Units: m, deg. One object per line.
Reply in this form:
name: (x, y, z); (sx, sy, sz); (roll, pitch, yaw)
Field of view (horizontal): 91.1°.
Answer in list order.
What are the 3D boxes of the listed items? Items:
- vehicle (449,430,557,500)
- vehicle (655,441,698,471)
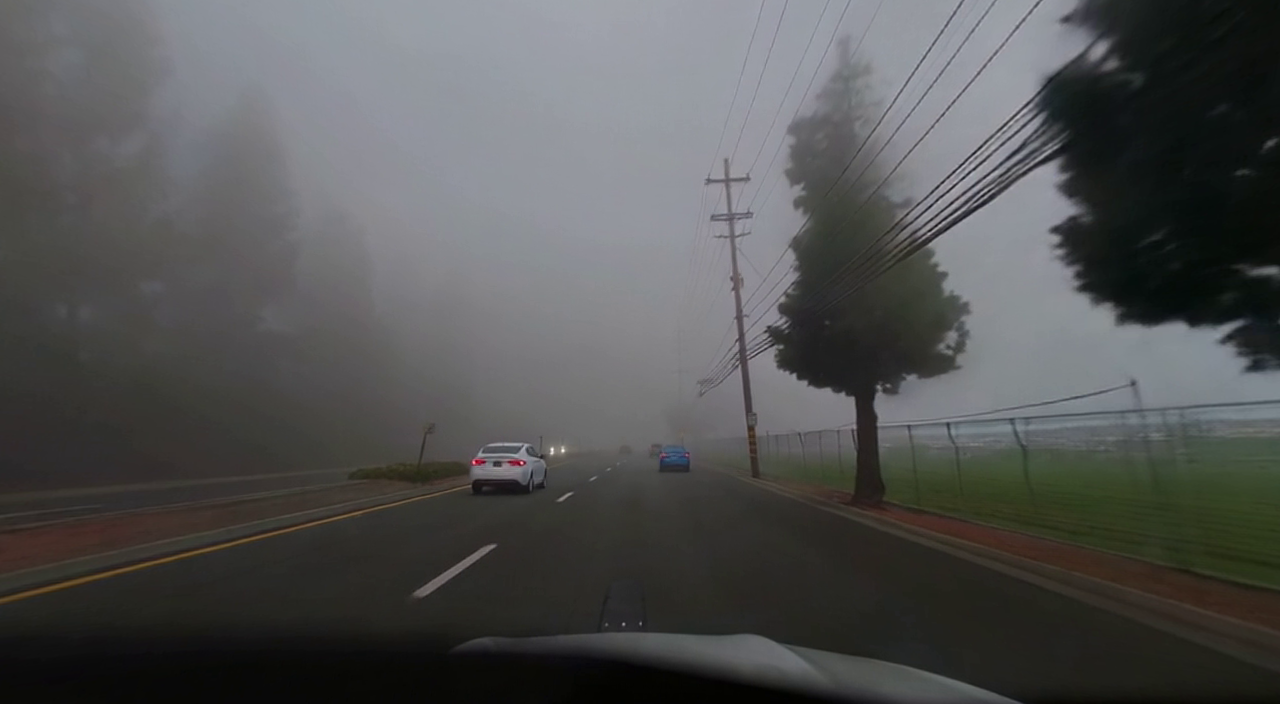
vehicle: (-3.645, 3.074, 17.548); (1.950, 1.692, 4.397); (-1, -8, 1)
vehicle: (1.886, 5.525, 33.580); (2.059, 1.486, 3.980); (0, -8, 0)
